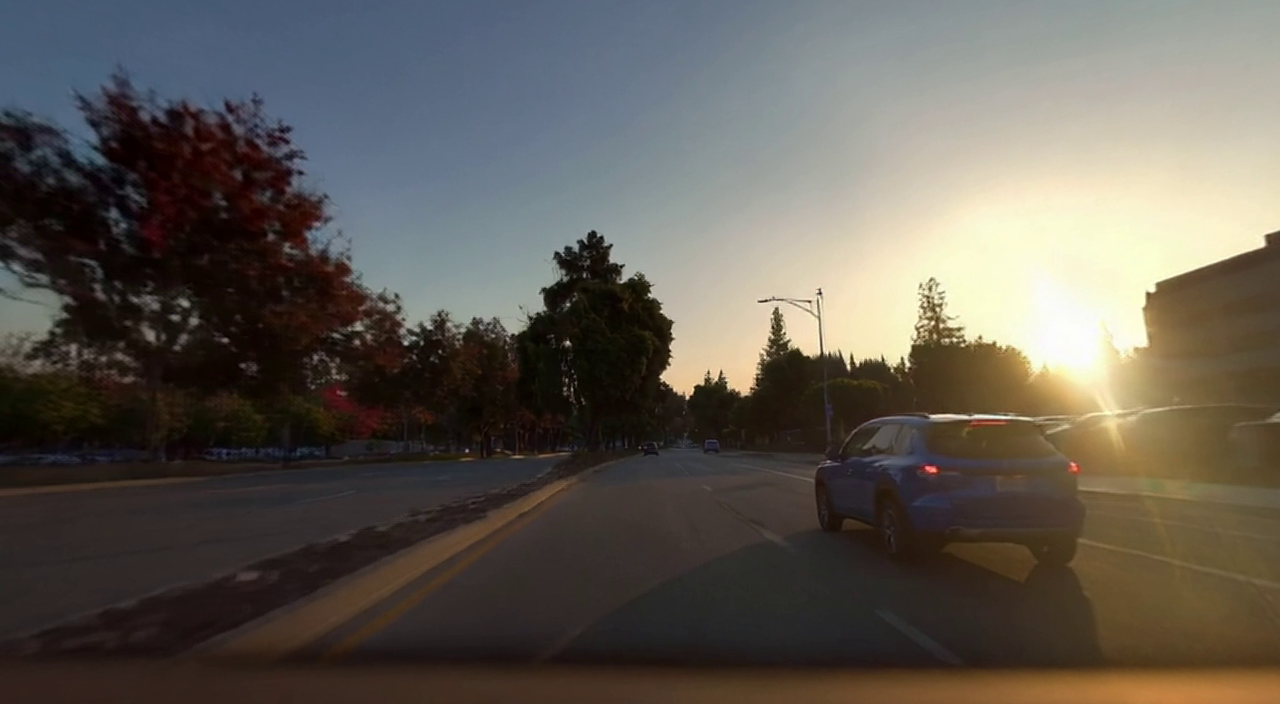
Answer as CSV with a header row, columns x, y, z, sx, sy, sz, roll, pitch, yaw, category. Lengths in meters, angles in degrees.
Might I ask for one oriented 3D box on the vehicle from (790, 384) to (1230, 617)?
x,y,z,sx,sy,sz,roll,pitch,yaw,category
3.200,1.387,6.790,2.060,1.665,4.284,0,-8,-1,vehicle
